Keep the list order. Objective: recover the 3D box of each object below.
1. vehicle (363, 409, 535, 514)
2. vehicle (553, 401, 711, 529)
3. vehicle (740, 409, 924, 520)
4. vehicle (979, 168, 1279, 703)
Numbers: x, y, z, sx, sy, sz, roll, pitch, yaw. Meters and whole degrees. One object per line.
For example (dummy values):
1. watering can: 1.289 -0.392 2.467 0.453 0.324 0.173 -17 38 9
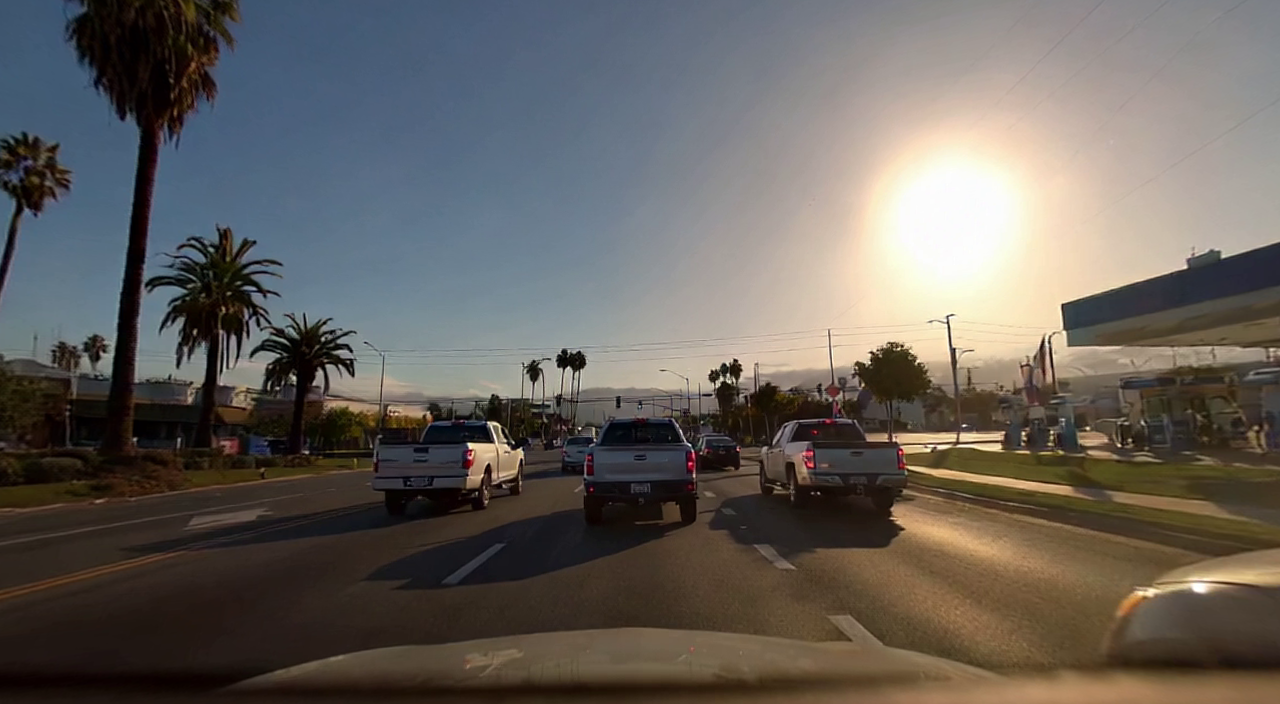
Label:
1. vehicle: -3.685 2.227 13.183 2.071 1.811 4.605 0 -8 1
2. vehicle: -0.062 2.042 11.919 2.295 1.835 5.471 0 -8 1
3. vehicle: 3.629 2.272 13.220 2.120 1.828 5.531 0 -8 0
4. vehicle: 2.650 0.346 0.106 2.309 1.975 5.421 0 -8 2
